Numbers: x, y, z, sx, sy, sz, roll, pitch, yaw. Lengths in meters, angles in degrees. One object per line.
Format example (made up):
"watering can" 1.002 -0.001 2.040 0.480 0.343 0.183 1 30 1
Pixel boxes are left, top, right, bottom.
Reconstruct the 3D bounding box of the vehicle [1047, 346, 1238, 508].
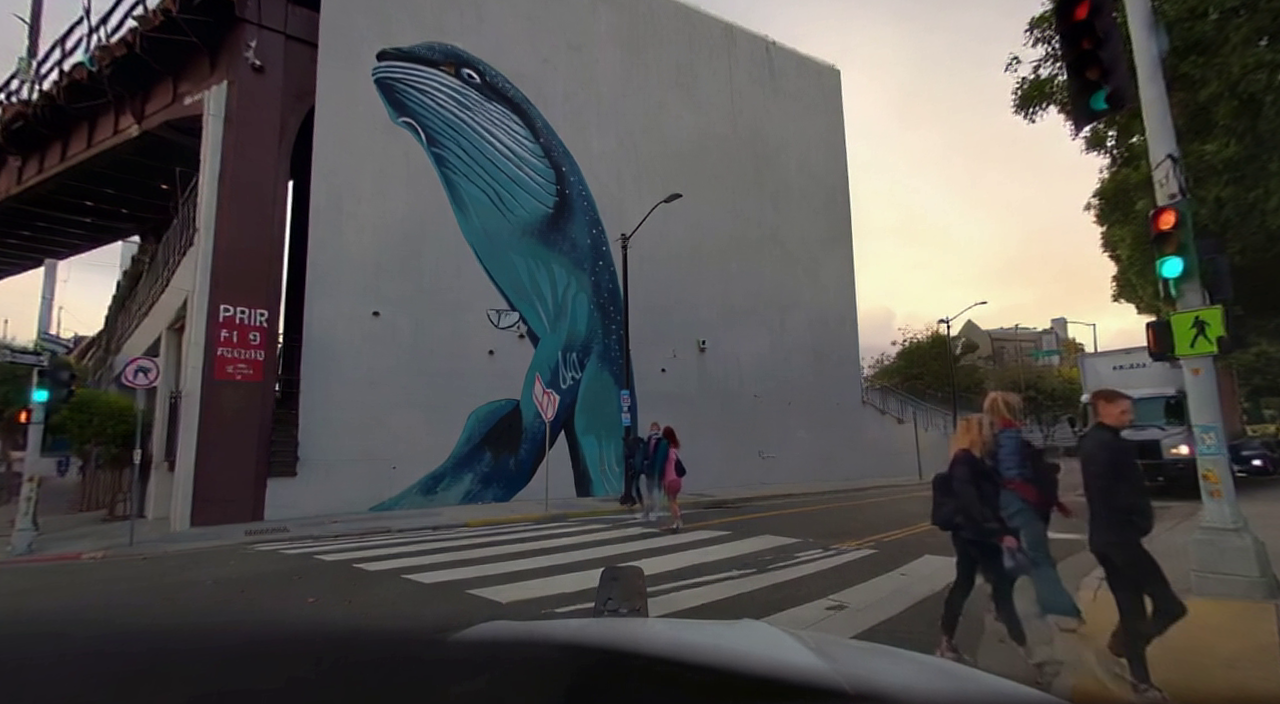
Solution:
"vehicle" 15.780 2.385 19.353 9.347 3.893 2.849 7 -11 -42
